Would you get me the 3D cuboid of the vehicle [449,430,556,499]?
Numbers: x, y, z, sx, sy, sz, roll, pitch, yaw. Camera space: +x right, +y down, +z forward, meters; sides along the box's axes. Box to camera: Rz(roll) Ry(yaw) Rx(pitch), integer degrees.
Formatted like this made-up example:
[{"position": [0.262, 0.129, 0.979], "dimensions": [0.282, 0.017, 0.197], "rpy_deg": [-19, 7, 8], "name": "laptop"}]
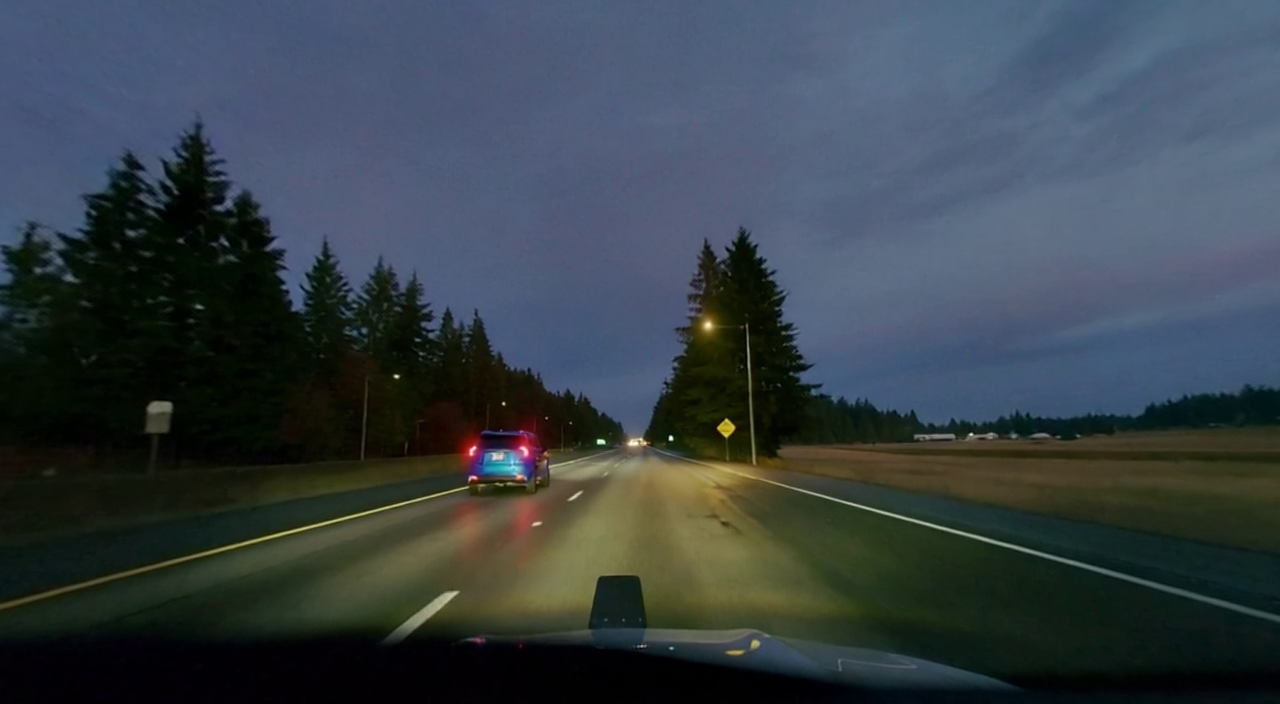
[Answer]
[{"position": [-3.848, 3.221, 18.531], "dimensions": [2.084, 1.752, 4.479], "rpy_deg": [0, -8, 1], "name": "vehicle"}]
